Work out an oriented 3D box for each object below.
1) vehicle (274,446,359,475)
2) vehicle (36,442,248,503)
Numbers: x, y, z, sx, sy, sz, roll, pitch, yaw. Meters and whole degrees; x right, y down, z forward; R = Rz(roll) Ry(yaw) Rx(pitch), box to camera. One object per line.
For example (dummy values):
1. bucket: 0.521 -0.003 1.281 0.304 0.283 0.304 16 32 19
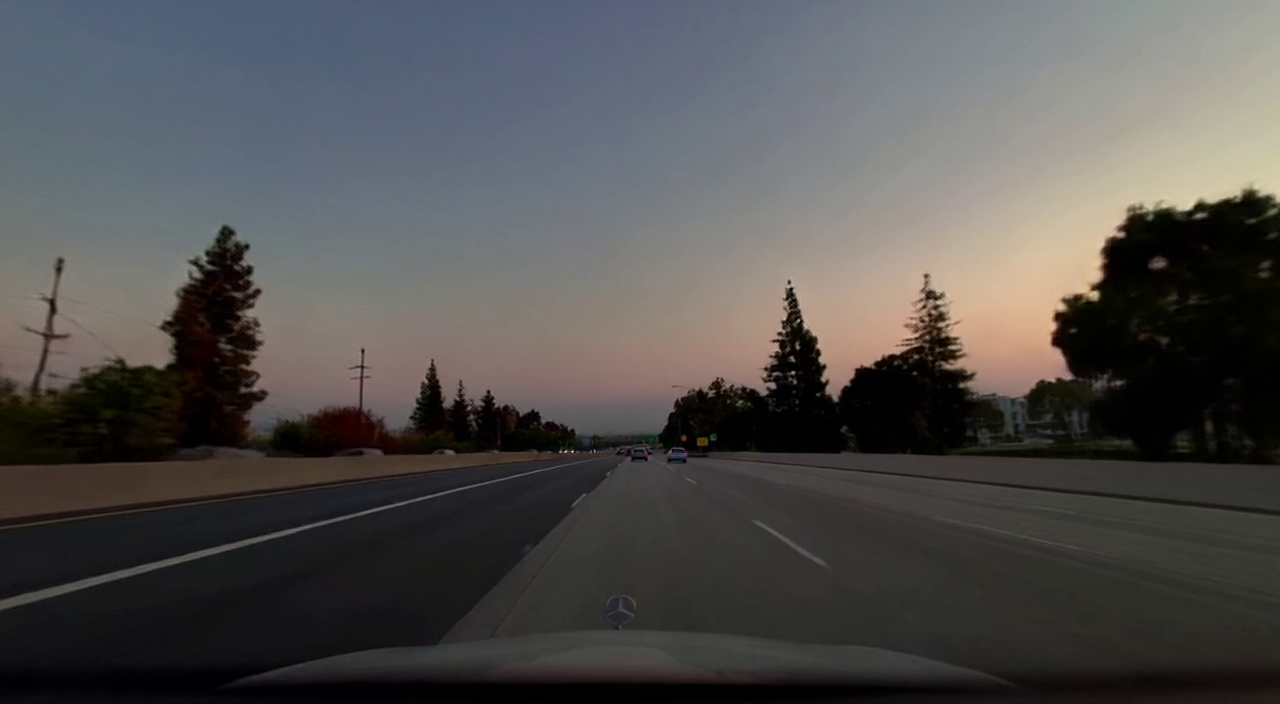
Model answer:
1. vehicle: -16.567 5.558 32.621 1.792 1.313 4.691 0 -8 2
2. vehicle: -14.160 3.410 18.510 1.990 1.479 5.124 0 -8 1
